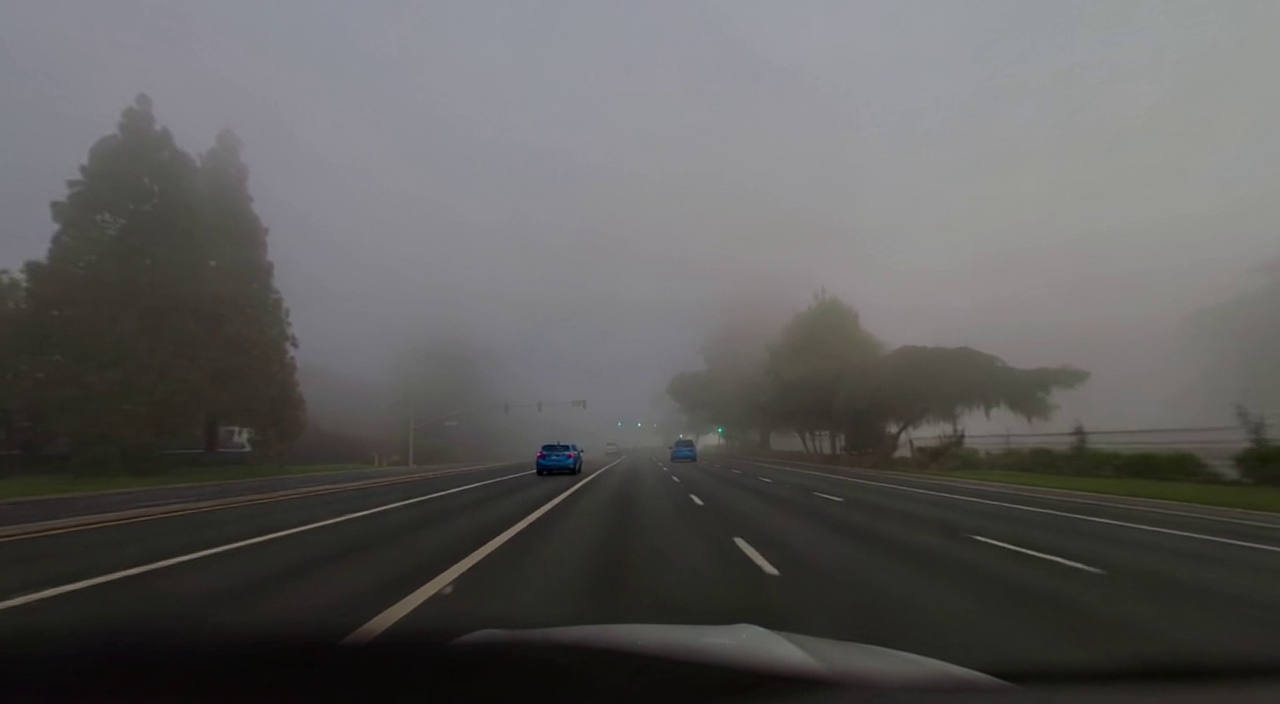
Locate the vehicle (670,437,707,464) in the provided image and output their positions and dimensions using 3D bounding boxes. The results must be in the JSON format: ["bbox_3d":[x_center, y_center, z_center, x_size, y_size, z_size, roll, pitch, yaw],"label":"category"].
[{"bbox_3d":[3.222,6.646,42.562,2.072,1.696,4.177,0,-8,-1],"label":"vehicle"}]

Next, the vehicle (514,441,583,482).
[{"bbox_3d":[-3.579,4.365,25.514,2.112,1.471,4.212,0,-8,1],"label":"vehicle"}]
